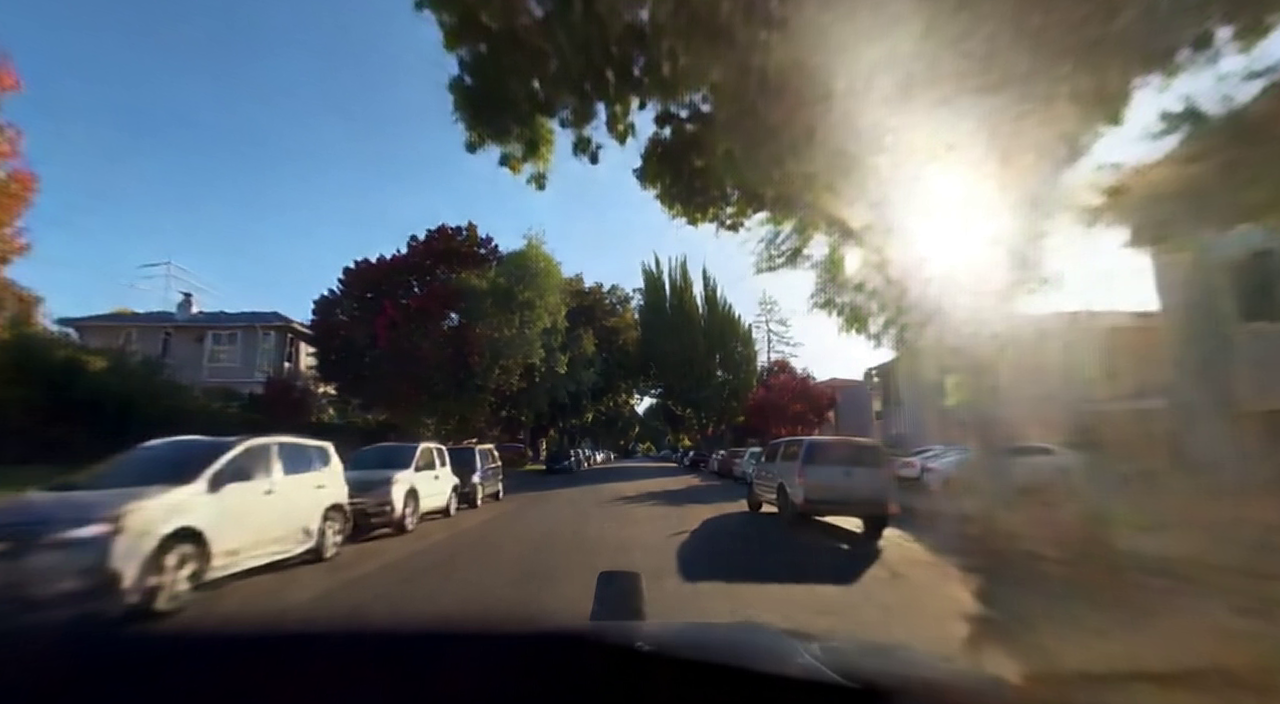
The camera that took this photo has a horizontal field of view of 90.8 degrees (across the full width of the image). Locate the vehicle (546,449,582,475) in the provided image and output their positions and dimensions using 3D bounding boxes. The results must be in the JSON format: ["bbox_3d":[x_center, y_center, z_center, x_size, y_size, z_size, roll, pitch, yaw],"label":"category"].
[{"bbox_3d":[-4.927,7.165,41.263,1.983,1.579,3.879,1,-9,-2],"label":"vehicle"}]

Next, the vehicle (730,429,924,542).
[{"bbox_3d":[3.718,2.767,14.069,2.415,1.963,5.688,0,-8,-2],"label":"vehicle"}]

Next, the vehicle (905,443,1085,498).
[{"bbox_3d":[10.540,3.534,18.992,4.244,1.479,1.969,1,-9,-2],"label":"vehicle"}]

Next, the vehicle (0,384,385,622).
[{"bbox_3d":[-4.812,1.515,7.109,2.035,1.822,4.348,0,-10,0],"label":"vehicle"}]
